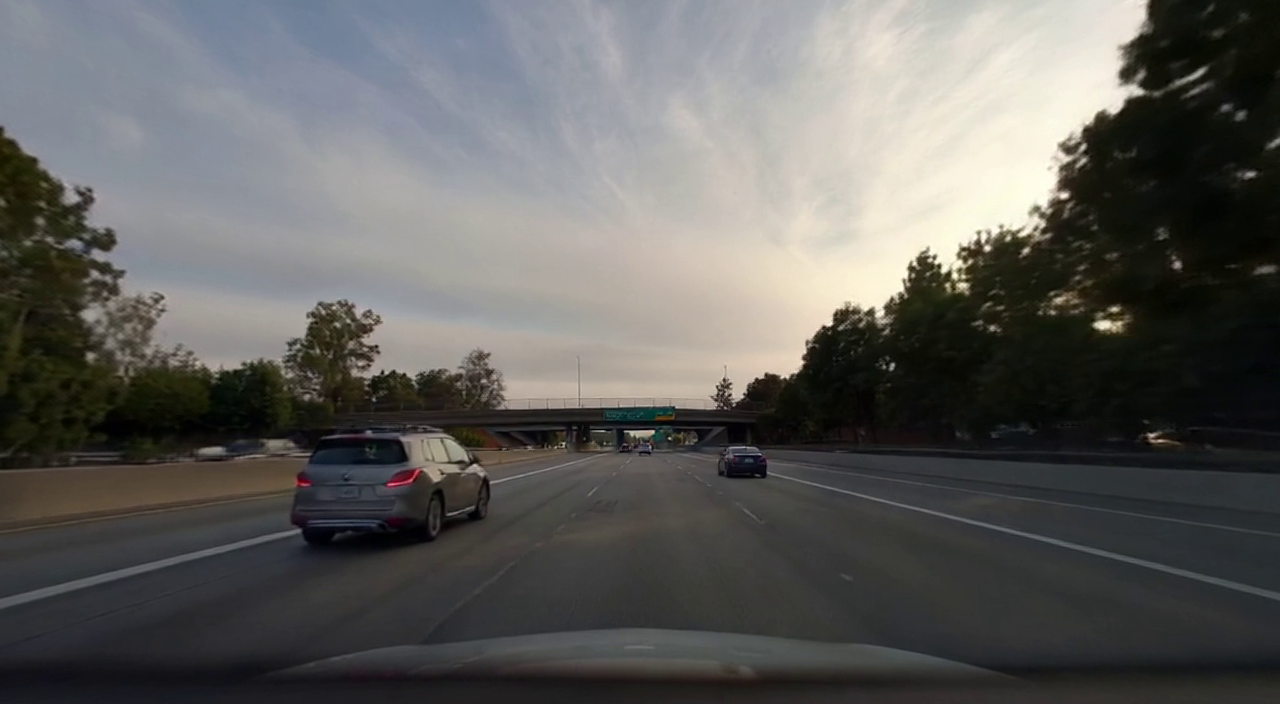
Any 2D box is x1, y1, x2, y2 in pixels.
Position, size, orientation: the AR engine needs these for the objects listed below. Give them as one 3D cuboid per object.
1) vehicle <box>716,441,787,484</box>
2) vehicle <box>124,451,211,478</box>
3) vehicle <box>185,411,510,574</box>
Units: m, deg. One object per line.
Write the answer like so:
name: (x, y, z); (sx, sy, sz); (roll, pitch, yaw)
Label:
vehicle: (4.148, 4.161, 24.181); (1.908, 1.483, 4.259); (0, -8, -1)
vehicle: (-28.670, 6.838, 38.479); (1.836, 1.466, 4.382); (0, -8, 1)
vehicle: (-3.609, 1.844, 9.189); (2.259, 1.706, 4.924); (0, -8, 2)
